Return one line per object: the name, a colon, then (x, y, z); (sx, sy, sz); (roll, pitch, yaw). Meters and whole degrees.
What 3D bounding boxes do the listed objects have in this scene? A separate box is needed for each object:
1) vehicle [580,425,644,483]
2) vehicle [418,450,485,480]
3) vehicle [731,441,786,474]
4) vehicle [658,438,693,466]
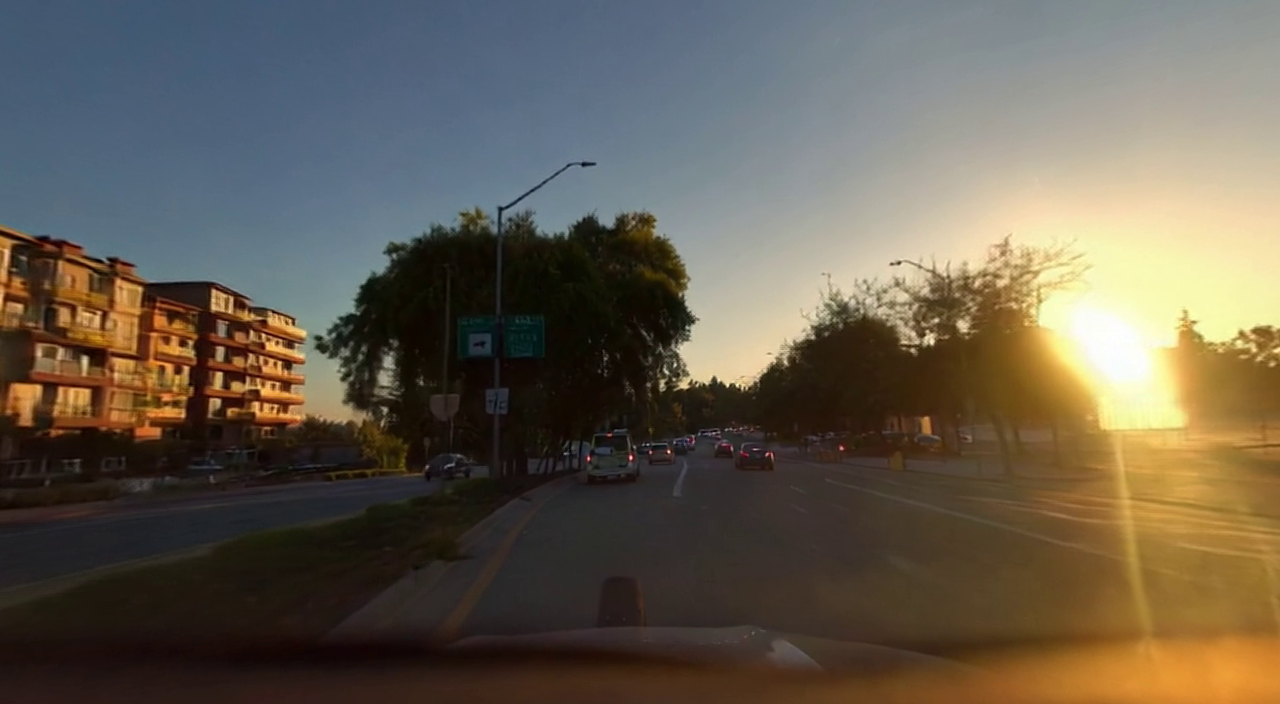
vehicle: (-1.064, 4.212, 26.127); (2.396, 2.143, 4.824); (0, -9, -1)
vehicle: (-10.064, 6.076, 34.069); (1.965, 1.486, 4.494); (-1, -9, 4)
vehicle: (5.865, 5.297, 31.783); (2.075, 1.486, 4.316); (-1, -9, 2)
vehicle: (2.496, 6.934, 43.728); (2.222, 1.841, 4.031); (-1, -9, 5)
